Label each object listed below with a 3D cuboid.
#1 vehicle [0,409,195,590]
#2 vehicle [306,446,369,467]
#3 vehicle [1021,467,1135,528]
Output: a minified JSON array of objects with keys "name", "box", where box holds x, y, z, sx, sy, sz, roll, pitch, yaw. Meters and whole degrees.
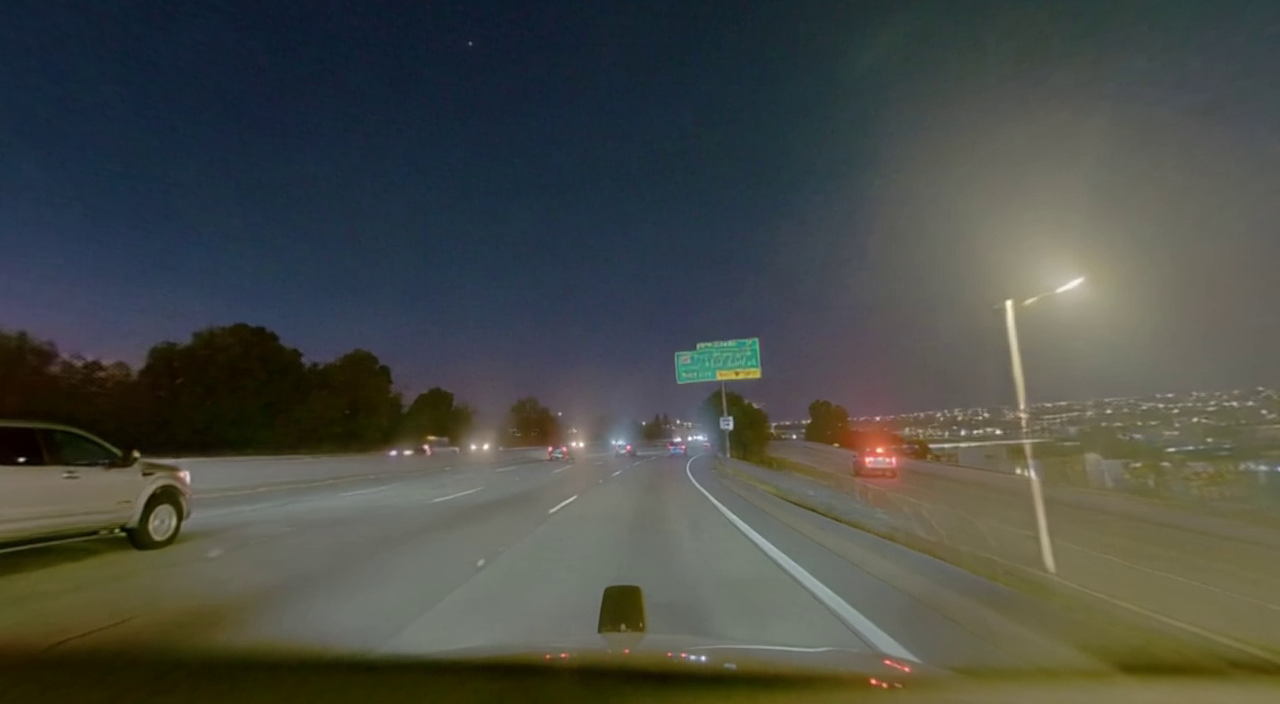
[{"name":"vehicle","box":[-6.810,1.350,5.762,1.923,1.630,4.857,0,-8,0]},{"name":"vehicle","box":[-21.574,7.456,45.199,1.887,1.462,4.739,-1,-8,5]},{"name":"vehicle","box":[28.183,9.304,41.048,2.749,3.380,6.690,-1,-8,3]}]
